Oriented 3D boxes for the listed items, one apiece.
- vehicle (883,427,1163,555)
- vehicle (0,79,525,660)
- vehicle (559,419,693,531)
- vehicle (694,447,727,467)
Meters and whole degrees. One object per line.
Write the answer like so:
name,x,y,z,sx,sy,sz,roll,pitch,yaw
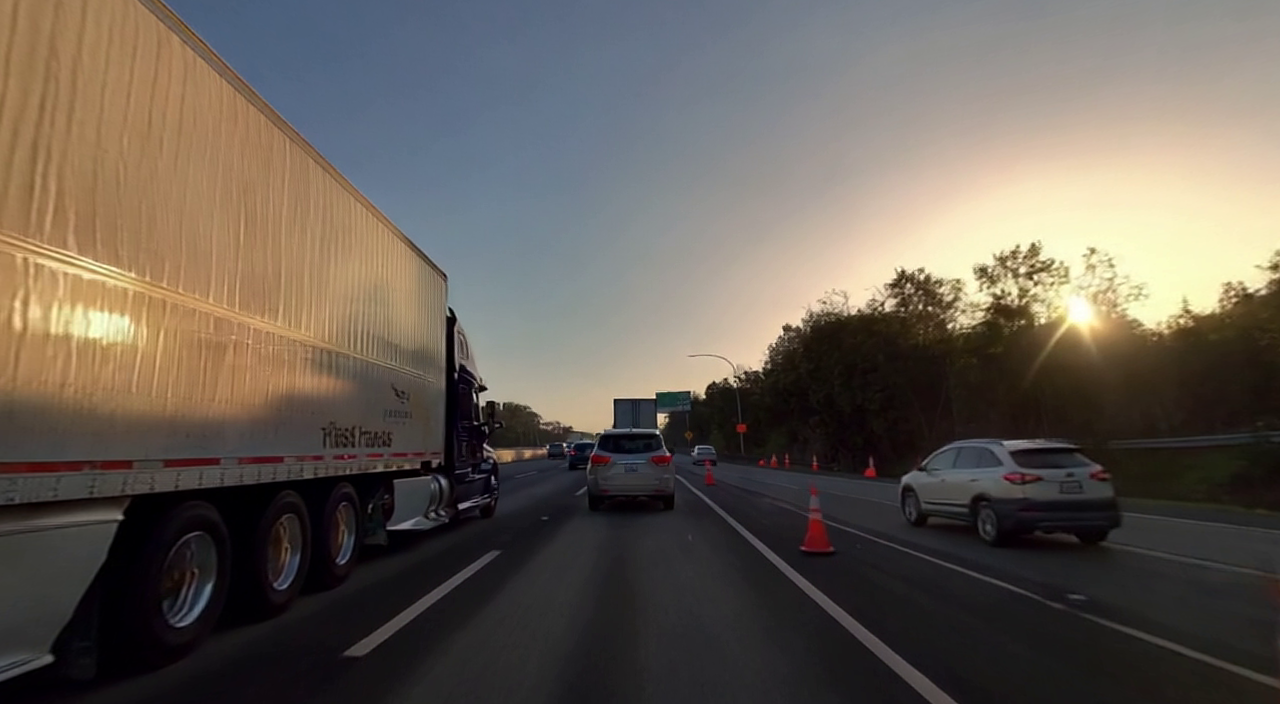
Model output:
vehicle,5.617,2.054,9.963,1.937,1.601,3.798,0,-9,-1
vehicle,-3.780,0.605,8.267,2.990,3.885,8.243,0,-9,0
vehicle,-0.263,2.281,12.187,2.152,1.779,3.924,0,-9,-1
vehicle,5.342,7.998,48.274,1.918,1.479,4.571,0,-9,-1
